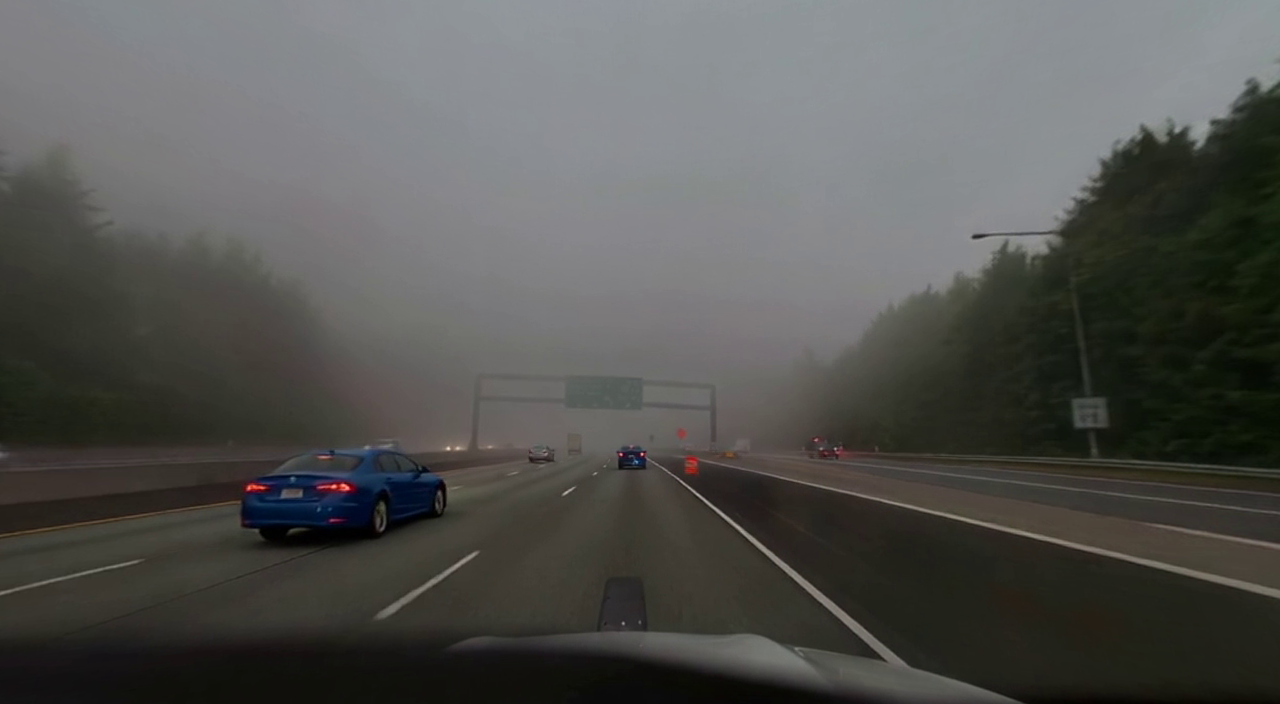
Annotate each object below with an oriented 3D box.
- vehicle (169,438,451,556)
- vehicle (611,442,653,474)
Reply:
[{"bbox_3d":[-4.676,2.085,9.850,2.001,1.415,4.360,0,-8,1],"label":"vehicle"},{"bbox_3d":[-0.424,5.232,31.317,1.963,1.462,4.681,0,-8,-2],"label":"vehicle"}]
